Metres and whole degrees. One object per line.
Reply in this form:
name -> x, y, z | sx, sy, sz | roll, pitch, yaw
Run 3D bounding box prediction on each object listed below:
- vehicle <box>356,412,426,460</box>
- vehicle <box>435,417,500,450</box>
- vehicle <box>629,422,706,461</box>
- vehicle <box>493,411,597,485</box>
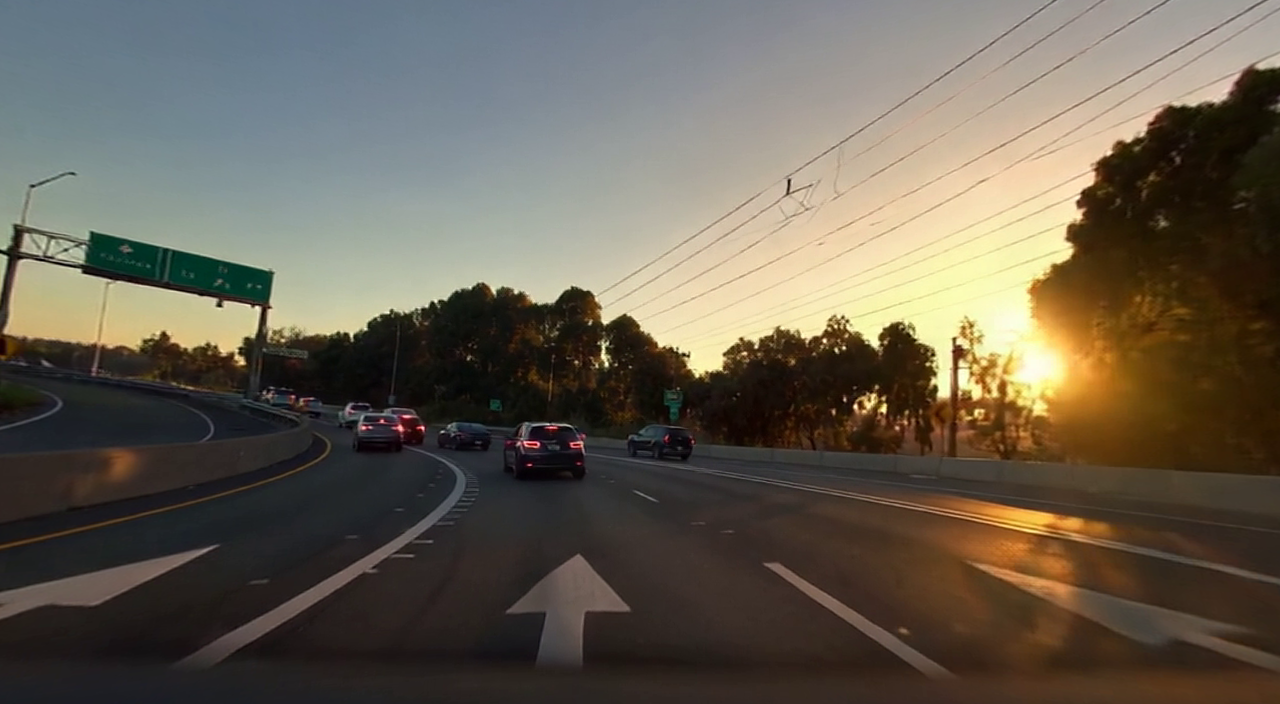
vehicle -> -8.877, 3.011, 22.342 | 2.033, 1.501, 4.623 | 4, -9, -23
vehicle -> -8.272, 3.927, 30.012 | 1.832, 1.473, 4.364 | 5, -10, -31
vehicle -> 1.286, 4.572, 32.044 | 2.079, 1.807, 4.682 | 3, -9, -22
vehicle -> -2.718, 2.604, 17.176 | 2.140, 1.724, 4.304 | 3, -9, -17
